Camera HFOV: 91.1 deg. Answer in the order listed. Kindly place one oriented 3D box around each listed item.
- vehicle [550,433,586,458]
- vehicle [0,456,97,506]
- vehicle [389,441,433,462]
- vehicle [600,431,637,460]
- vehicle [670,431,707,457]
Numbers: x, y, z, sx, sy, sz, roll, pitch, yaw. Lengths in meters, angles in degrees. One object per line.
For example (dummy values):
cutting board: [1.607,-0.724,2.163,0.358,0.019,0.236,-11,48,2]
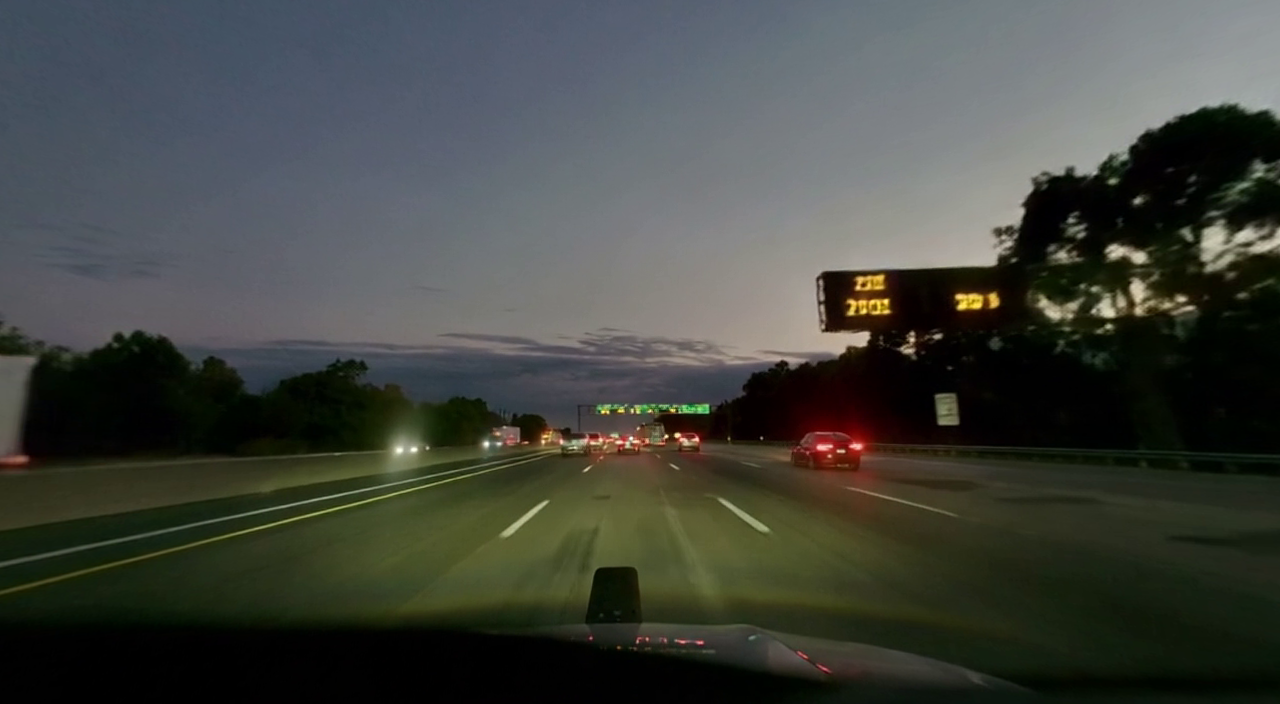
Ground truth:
vehicle: [-4.886,6.397,43.279,2.046,1.658,4.008,0,-8,0]
vehicle: [-21.484,4.362,21.466,1.815,1.480,4.547,0,-8,-1]
vehicle: [-17.883,7.740,49.255,1.886,1.517,4.079,0,-8,0]
vehicle: [-1.251,5.574,37.674,2.119,1.629,3.946,0,-8,-1]
vehicle: [3.210,6.206,42.651,2.066,1.673,4.225,0,-8,-2]
